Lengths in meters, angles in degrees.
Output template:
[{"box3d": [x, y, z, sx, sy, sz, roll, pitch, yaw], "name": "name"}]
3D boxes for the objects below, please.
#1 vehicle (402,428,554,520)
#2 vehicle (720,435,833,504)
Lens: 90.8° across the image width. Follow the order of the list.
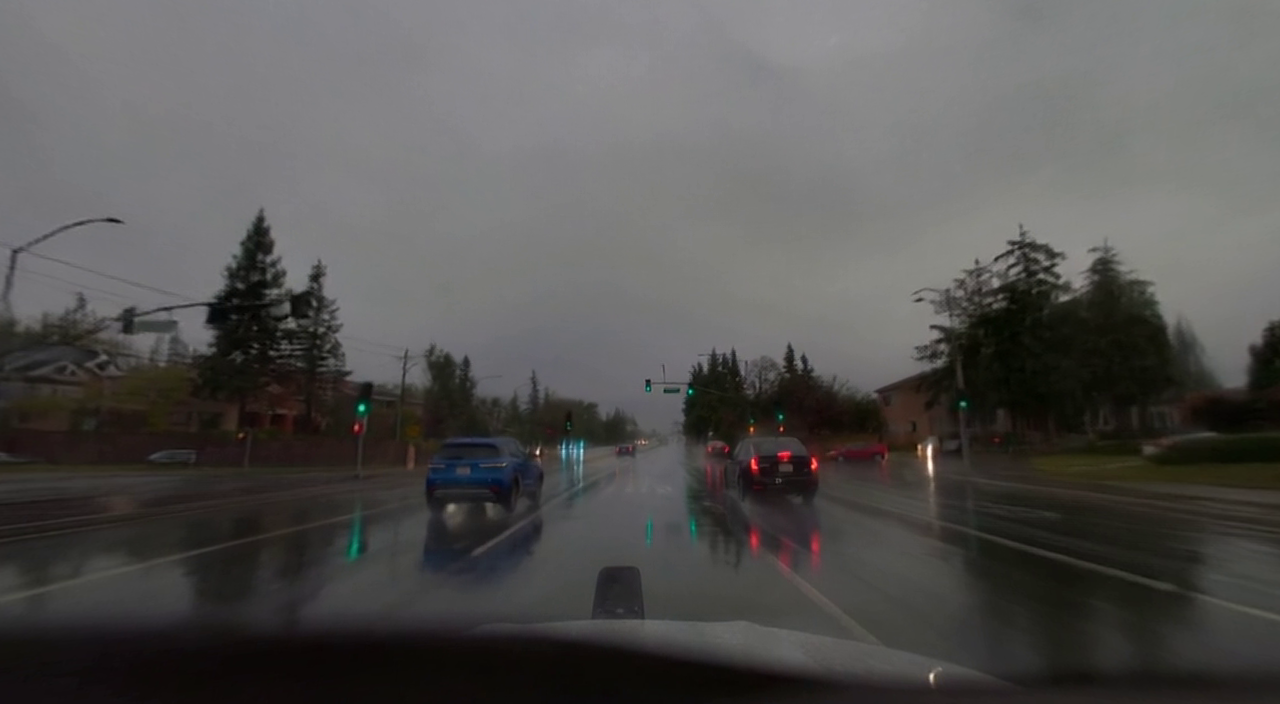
[{"box3d": [-3.338, 2.616, 14.117, 2.045, 1.688, 4.632, -1, -9, 2], "name": "vehicle"}, {"box3d": [3.631, 3.199, 17.706, 2.132, 1.659, 4.387, 0, -9, -1], "name": "vehicle"}]
